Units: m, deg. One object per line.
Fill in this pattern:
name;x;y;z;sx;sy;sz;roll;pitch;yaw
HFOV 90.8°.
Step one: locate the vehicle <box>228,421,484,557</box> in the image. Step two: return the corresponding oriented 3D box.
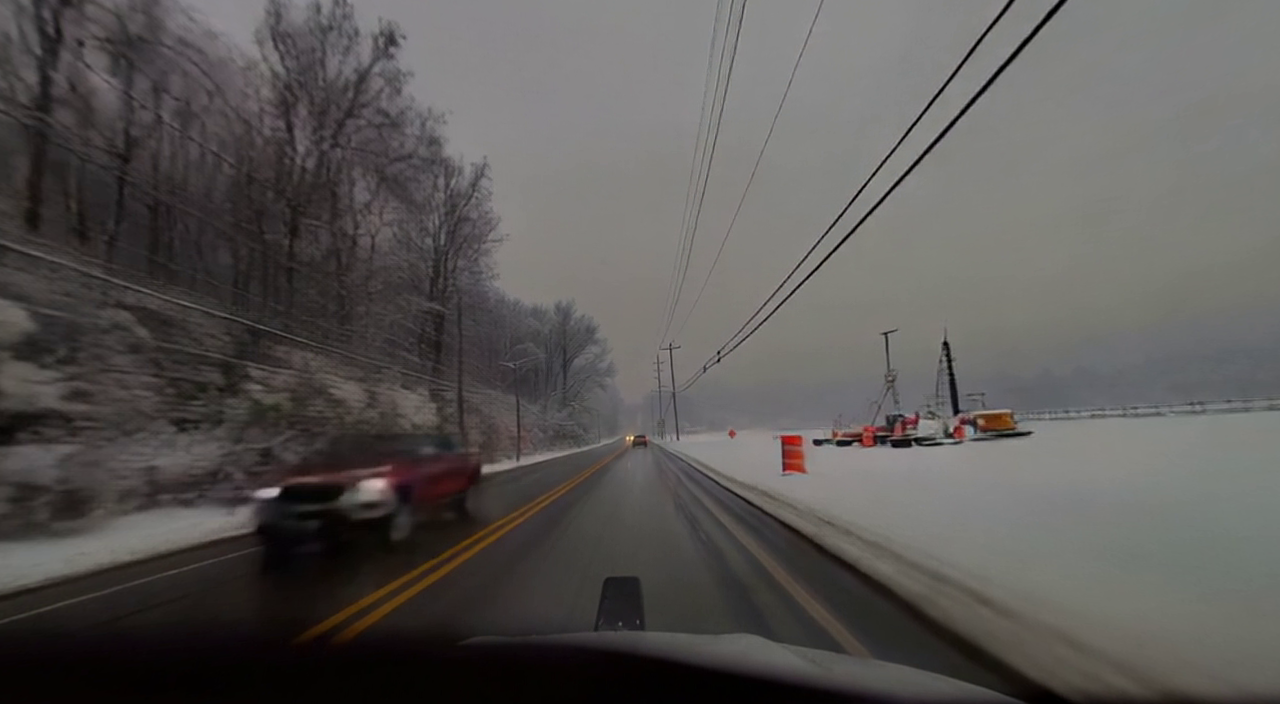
vehicle;-3.940;1.963;9.722;2.020;1.631;4.054;0;-9;0
